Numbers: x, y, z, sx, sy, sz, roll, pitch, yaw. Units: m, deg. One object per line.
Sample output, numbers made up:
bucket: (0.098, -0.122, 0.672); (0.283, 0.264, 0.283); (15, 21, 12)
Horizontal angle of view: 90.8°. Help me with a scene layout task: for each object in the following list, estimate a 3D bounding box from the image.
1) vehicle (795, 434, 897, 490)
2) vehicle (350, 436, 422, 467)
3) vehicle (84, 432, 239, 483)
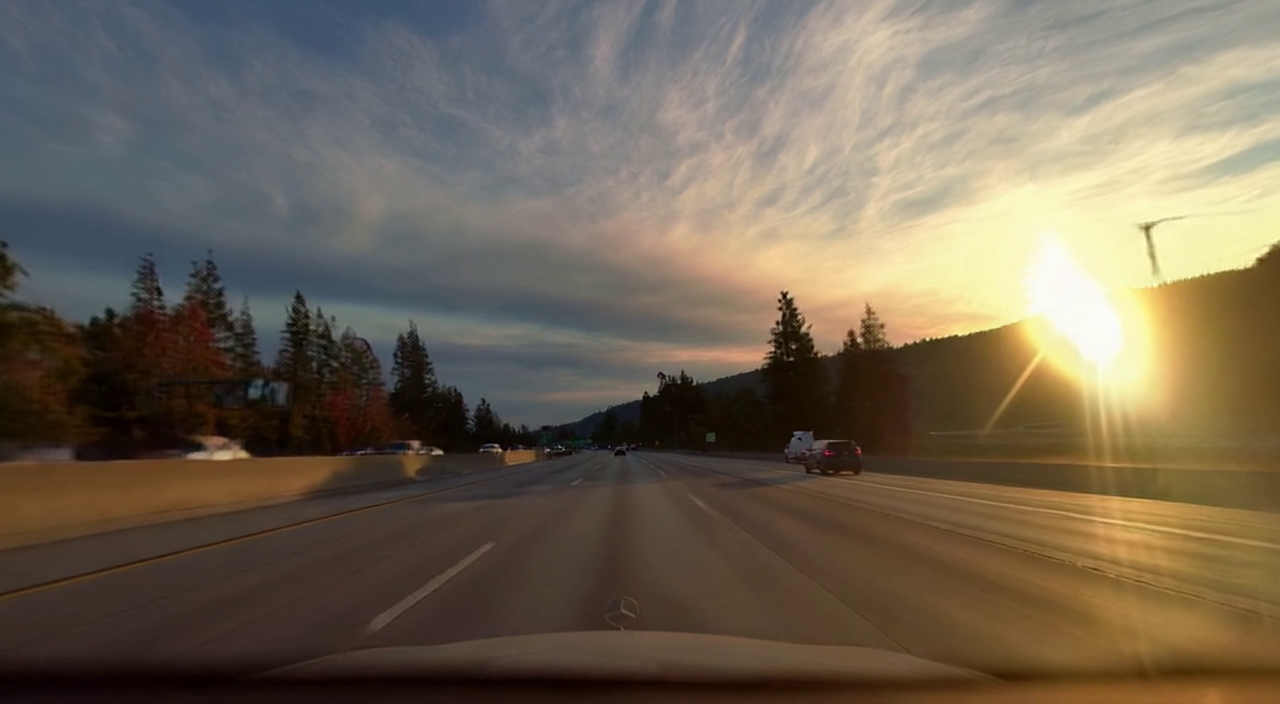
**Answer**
vehicle: (6.948, 3.749, 21.811); (2.081, 1.705, 3.926); (0, -9, -1)
vehicle: (-14.358, 5.665, 35.993); (2.189, 1.641, 4.696); (0, -9, -1)
vehicle: (-17.862, 3.981, 23.998); (1.948, 1.706, 5.045); (0, -9, 0)
